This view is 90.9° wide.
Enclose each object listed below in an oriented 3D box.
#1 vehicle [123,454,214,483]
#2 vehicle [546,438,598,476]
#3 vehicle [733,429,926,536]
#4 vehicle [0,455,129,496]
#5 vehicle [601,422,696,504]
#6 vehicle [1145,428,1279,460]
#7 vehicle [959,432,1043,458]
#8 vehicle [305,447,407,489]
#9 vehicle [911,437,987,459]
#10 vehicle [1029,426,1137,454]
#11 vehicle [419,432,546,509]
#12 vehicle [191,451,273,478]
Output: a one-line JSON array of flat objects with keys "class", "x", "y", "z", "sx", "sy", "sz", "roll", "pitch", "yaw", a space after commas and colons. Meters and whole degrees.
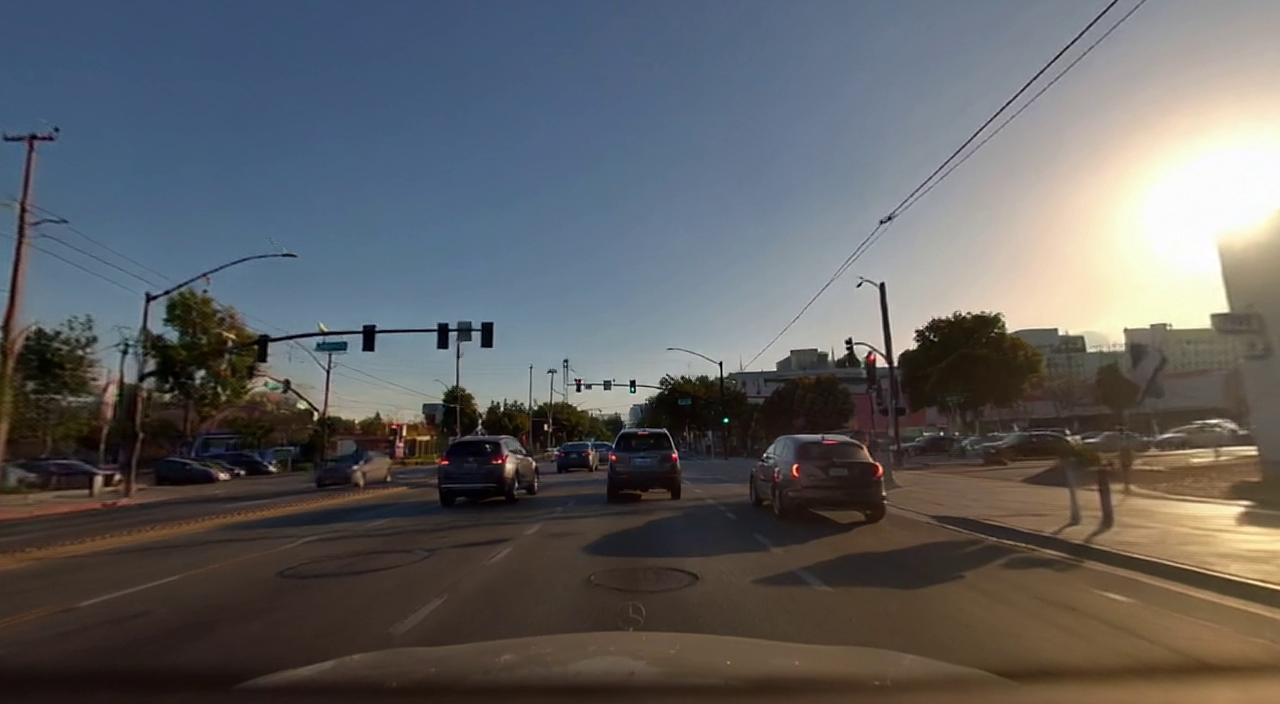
[{"class": "vehicle", "x": -29.544, "y": 7.276, "z": 39.574, "sx": 4.337, "sy": 1.690, "sz": 1.875, "roll": -2, "pitch": -8, "yaw": 5}, {"class": "vehicle", "x": -3.070, "y": 4.842, "z": 29.278, "sx": 1.894, "sy": 1.642, "sz": 3.861, "roll": 0, "pitch": -8, "yaw": 2}, {"class": "vehicle", "x": 2.989, "y": 2.160, "z": 11.093, "sx": 2.030, "sy": 1.492, "sz": 4.383, "roll": 0, "pitch": -8, "yaw": 0}, {"class": "vehicle", "x": -29.891, "y": 6.150, "z": 31.754, "sx": 2.021, "sy": 1.802, "sz": 5.987, "roll": -5, "pitch": -10, "yaw": 30}, {"class": "vehicle", "x": 0.226, "y": 2.731, "z": 15.894, "sx": 2.075, "sy": 1.770, "sz": 4.018, "roll": 0, "pitch": -8, "yaw": 1}, {"class": "vehicle", "x": 29.089, "y": 4.701, "z": 32.141, "sx": 4.736, "sy": 1.526, "sz": 1.878, "roll": -2, "pitch": -9, "yaw": 12}, {"class": "vehicle", "x": 23.326, "y": 6.013, "z": 40.817, "sx": 4.236, "sy": 1.617, "sz": 1.832, "roll": -1, "pitch": -9, "yaw": 10}, {"class": "vehicle", "x": -11.279, "y": 4.606, "z": 25.432, "sx": 1.900, "sy": 1.494, "sz": 4.489, "roll": 0, "pitch": -8, "yaw": 2}, {"class": "vehicle", "x": 21.579, "y": 6.738, "z": 44.148, "sx": 4.315, "sy": 1.461, "sz": 1.803, "roll": -1, "pitch": -9, "yaw": 7}, {"class": "vehicle", "x": 29.986, "y": 6.019, "z": 42.811, "sx": 5.516, "sy": 1.780, "sz": 2.064, "roll": -2, "pitch": -9, "yaw": 9}, {"class": "vehicle", "x": -3.638, "y": 2.811, "z": 15.393, "sx": 1.886, "sy": 1.599, "sz": 4.247, "roll": 0, "pitch": -8, "yaw": 2}, {"class": "vehicle", "x": -27.495, "y": 7.569, "z": 42.518, "sx": 4.221, "sy": 1.703, "sz": 1.930, "roll": -1, "pitch": -8, "yaw": 5}]
